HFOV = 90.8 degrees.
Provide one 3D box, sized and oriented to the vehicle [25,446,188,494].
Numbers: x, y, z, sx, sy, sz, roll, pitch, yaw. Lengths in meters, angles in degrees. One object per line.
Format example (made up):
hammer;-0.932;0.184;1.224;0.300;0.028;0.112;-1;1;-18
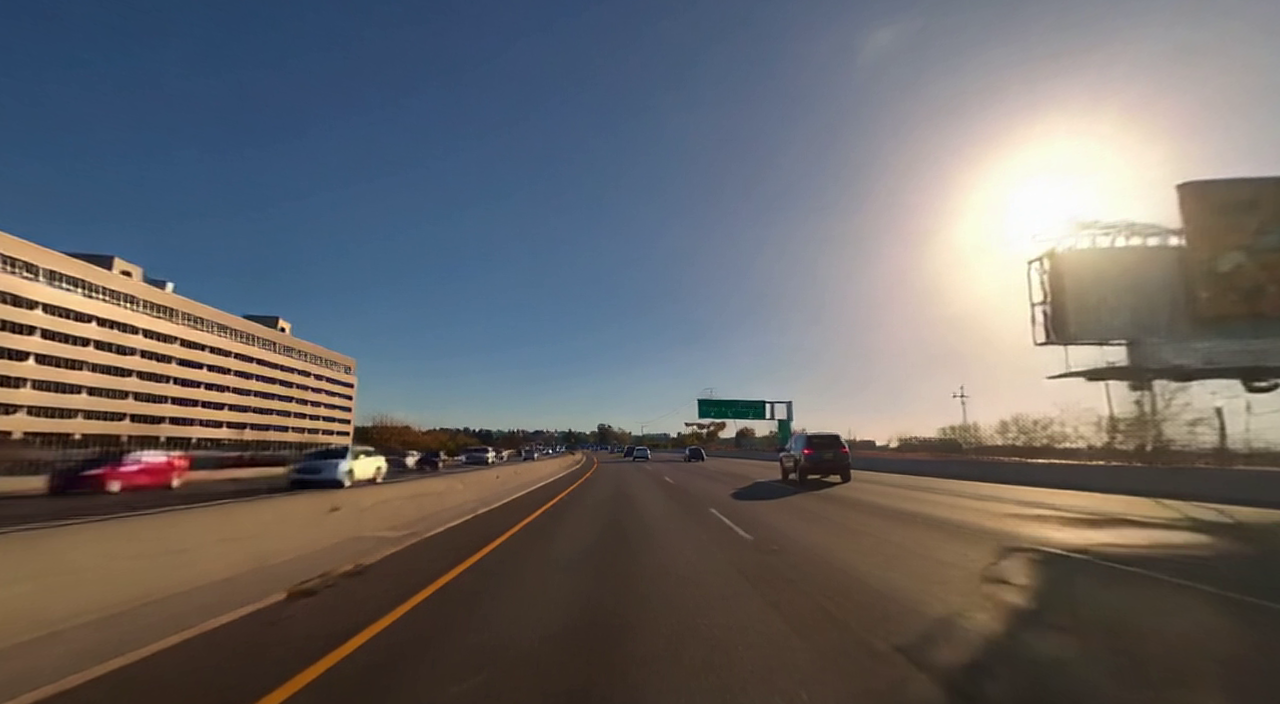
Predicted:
vehicle;-20.512;4.530;24.677;2.089;1.643;4.979;0;-9;-1

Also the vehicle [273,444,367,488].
vehicle;-13.271;4.700;26.460;1.828;1.562;4.063;-2;-8;0

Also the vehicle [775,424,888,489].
vehicle;6.446;3.589;22.011;2.181;1.952;4.973;0;-9;-2
